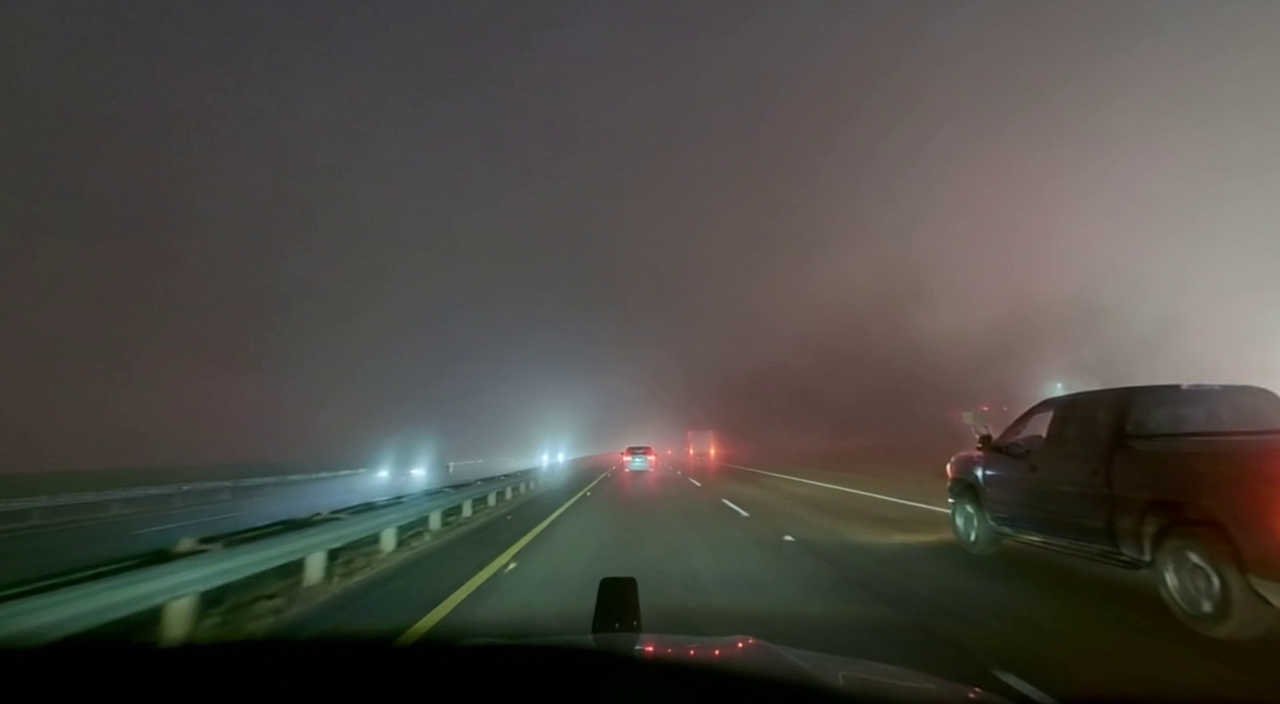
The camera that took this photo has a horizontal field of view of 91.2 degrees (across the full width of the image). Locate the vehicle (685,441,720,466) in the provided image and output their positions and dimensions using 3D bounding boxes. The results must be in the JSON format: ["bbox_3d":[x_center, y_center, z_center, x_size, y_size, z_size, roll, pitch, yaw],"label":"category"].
[{"bbox_3d":[4.138,6.802,42.114,1.936,1.589,3.915,0,-9,-1],"label":"vehicle"}]

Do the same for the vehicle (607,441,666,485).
[{"bbox_3d":[-0.134,4.165,23.713,2.029,1.483,3.769,0,-9,0],"label":"vehicle"}]

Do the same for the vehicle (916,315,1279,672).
[{"bbox_3d":[4.668,1.096,5.518,2.261,1.952,4.784,0,-9,0],"label":"vehicle"}]

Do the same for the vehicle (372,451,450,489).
[{"bbox_3d":[-10.368,5.355,28.738,1.868,1.535,4.326,-1,-9,2],"label":"vehicle"}]
